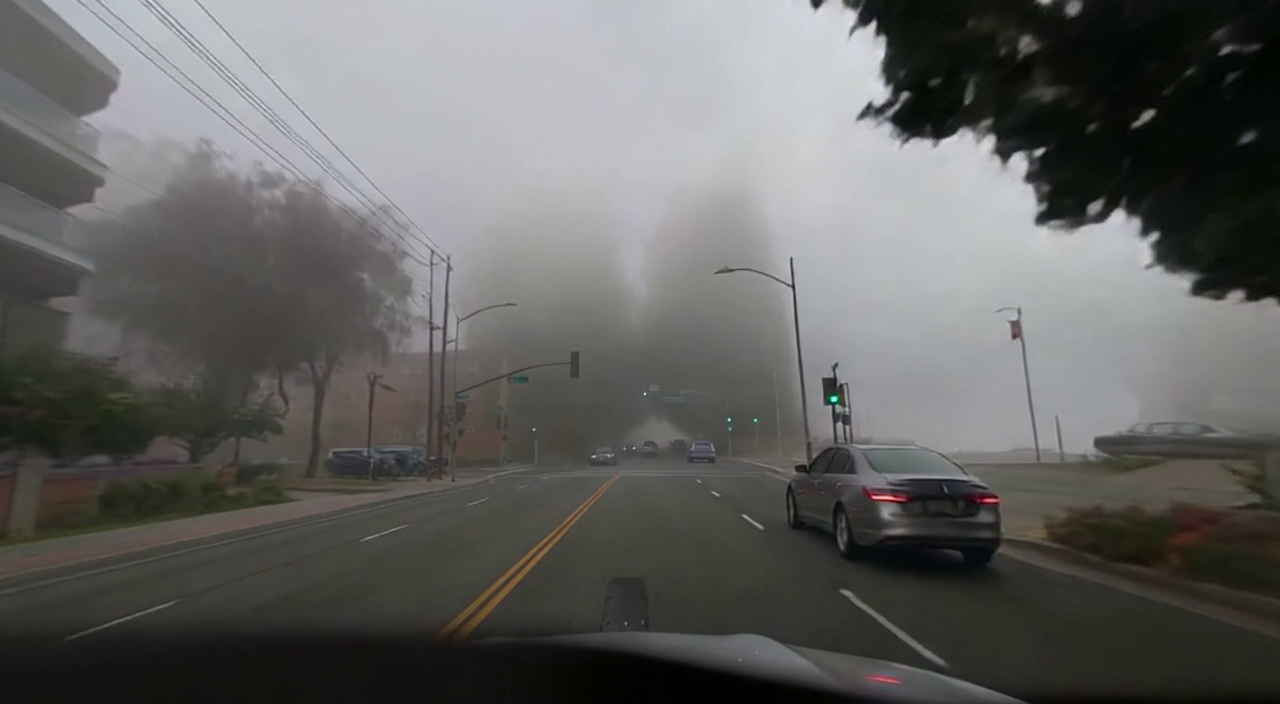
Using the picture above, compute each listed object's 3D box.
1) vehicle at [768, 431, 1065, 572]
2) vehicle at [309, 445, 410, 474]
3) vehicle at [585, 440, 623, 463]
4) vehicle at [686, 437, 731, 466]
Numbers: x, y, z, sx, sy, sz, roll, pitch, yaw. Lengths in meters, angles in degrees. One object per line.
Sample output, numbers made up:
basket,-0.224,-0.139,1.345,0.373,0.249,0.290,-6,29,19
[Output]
vehicle,3.428,1.963,9.143,2.072,1.471,4.834,0,-9,-1
vehicle,-17.601,6.748,39.745,5.361,1.767,2.179,-1,-9,5
vehicle,-2.701,7.711,48.936,2.519,1.689,5.200,0,-9,1
vehicle,3.875,5.783,36.562,2.035,1.564,4.719,0,-9,-1
